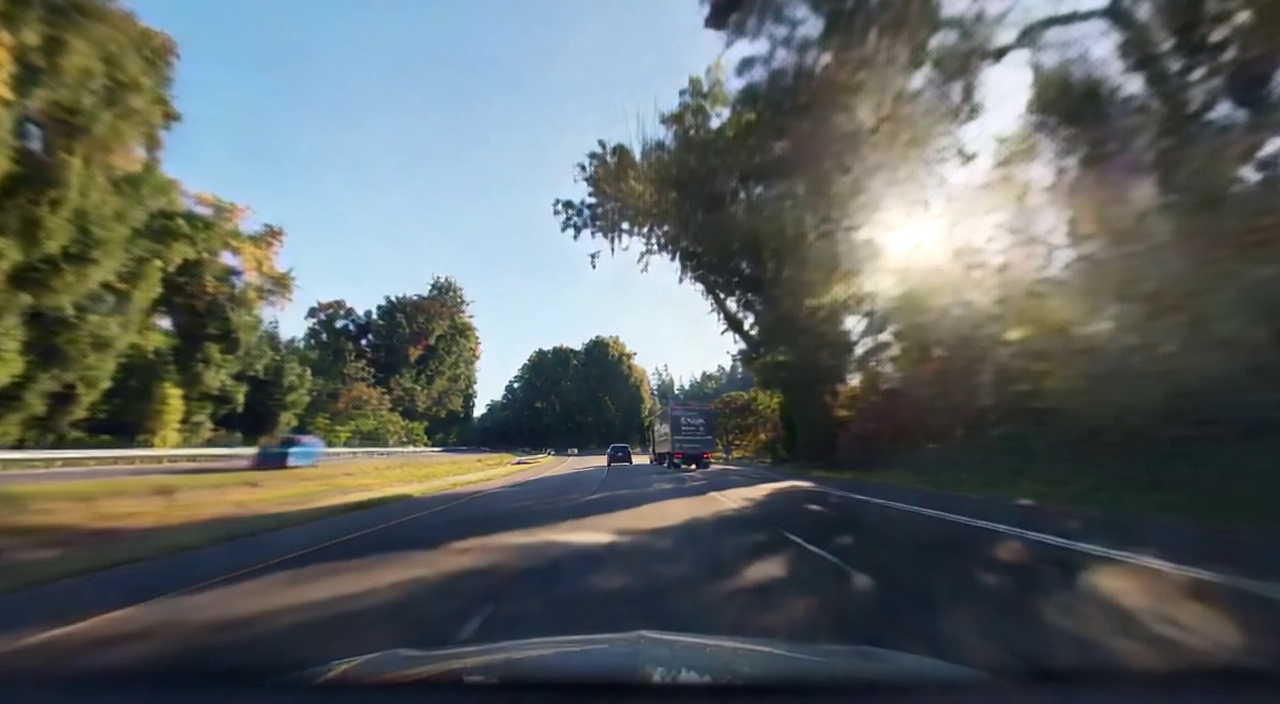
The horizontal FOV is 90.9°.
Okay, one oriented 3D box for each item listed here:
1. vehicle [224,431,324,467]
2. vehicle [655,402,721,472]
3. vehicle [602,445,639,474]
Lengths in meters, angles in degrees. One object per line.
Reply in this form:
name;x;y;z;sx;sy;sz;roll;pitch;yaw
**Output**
vehicle;-16.458;4.406;28.669;1.834;1.491;4.562;0;-9;-1
vehicle;2.961;6.070;43.908;2.951;4.012;14.203;1;-9;-2
vehicle;-1.090;5.858;34.456;1.913;1.460;3.610;1;-9;-2
